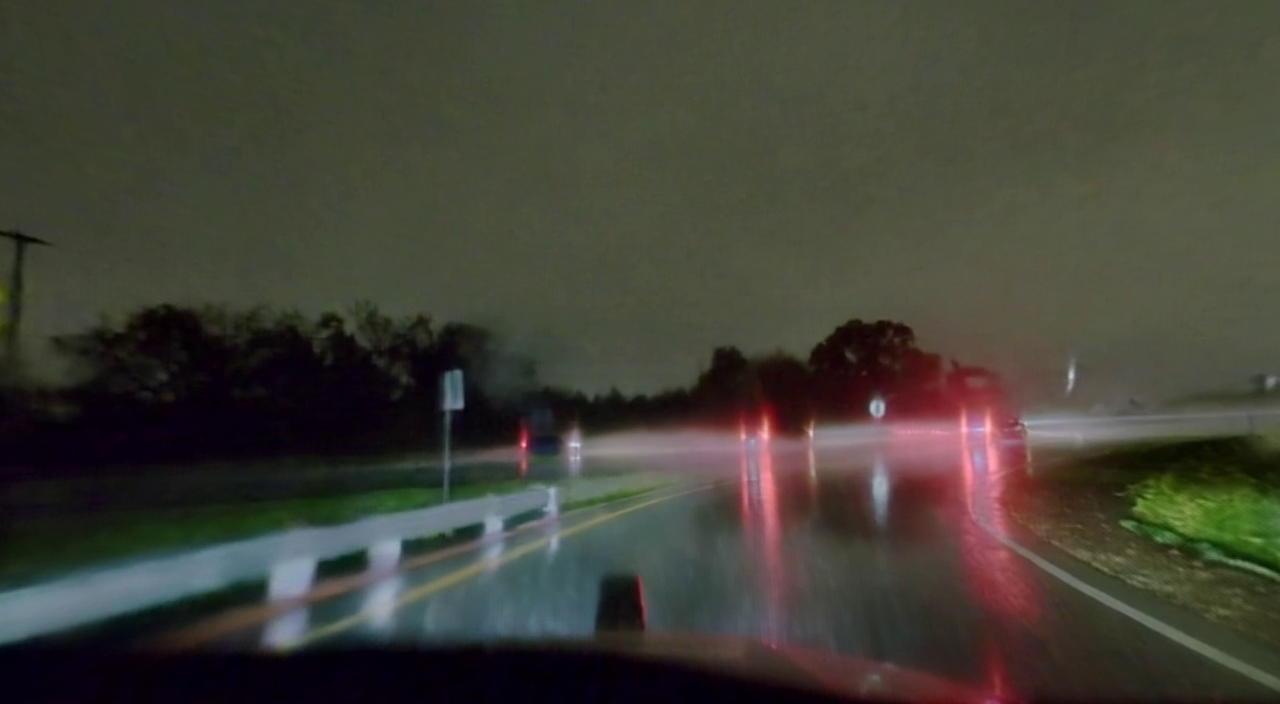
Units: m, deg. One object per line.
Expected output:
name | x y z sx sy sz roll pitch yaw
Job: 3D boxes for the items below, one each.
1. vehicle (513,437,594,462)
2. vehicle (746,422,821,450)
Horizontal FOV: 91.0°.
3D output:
vehicle | -5.788 6.548 42.294 4.957 1.593 1.871 5 -10 -28
vehicle | 8.558 5.049 37.637 3.990 1.549 1.971 5 -10 -26
